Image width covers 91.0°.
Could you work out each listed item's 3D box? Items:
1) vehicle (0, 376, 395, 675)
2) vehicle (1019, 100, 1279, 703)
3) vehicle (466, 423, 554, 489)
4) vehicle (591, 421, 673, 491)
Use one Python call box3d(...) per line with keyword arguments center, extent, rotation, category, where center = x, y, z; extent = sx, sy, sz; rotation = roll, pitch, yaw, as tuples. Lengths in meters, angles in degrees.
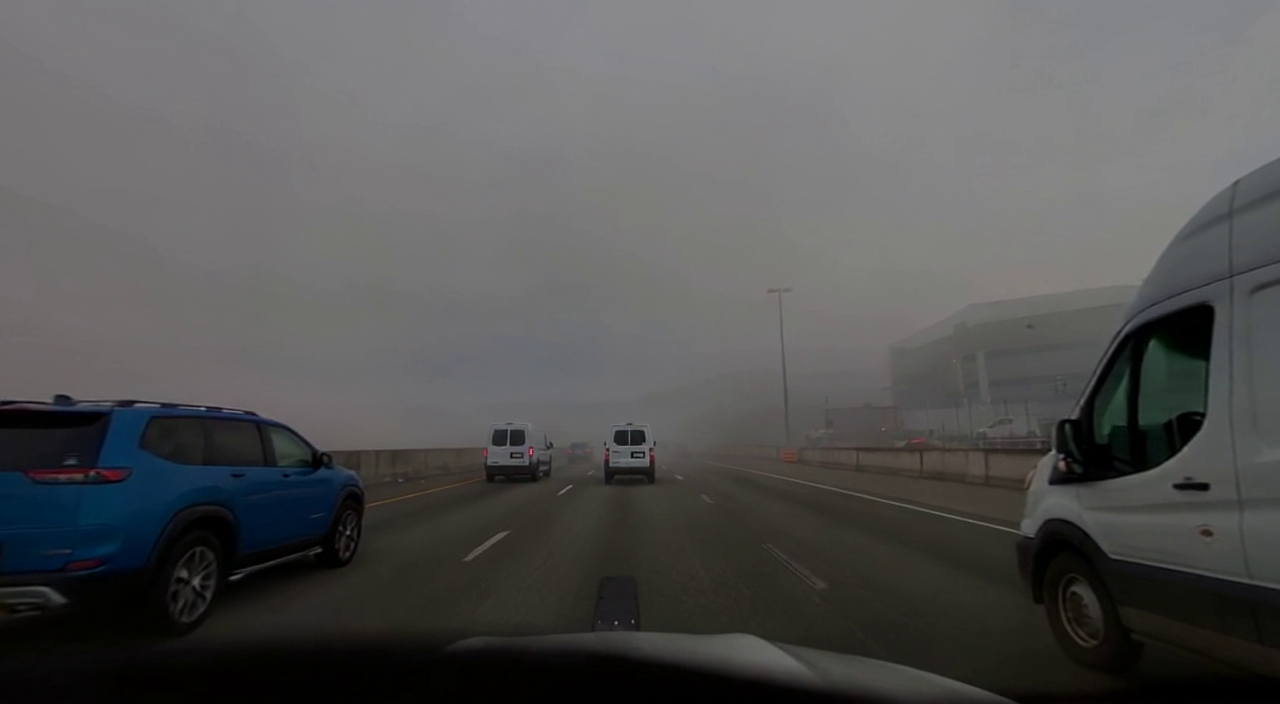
box3d(center=(-4.110, 1.302, 5.837), extent=(1.972, 1.703, 4.333), rotation=(0, -8, -1), category="vehicle")
box3d(center=(3.956, 0.083, 1.454), extent=(2.427, 2.652, 5.769), rotation=(0, -8, -1), category="vehicle")
box3d(center=(-4.169, 3.400, 20.953), extent=(2.038, 1.936, 4.300), rotation=(-1, -8, 0), category="vehicle")
box3d(center=(-0.275, 3.211, 19.859), extent=(2.304, 1.925, 4.282), rotation=(0, -8, -1), category="vehicle")
